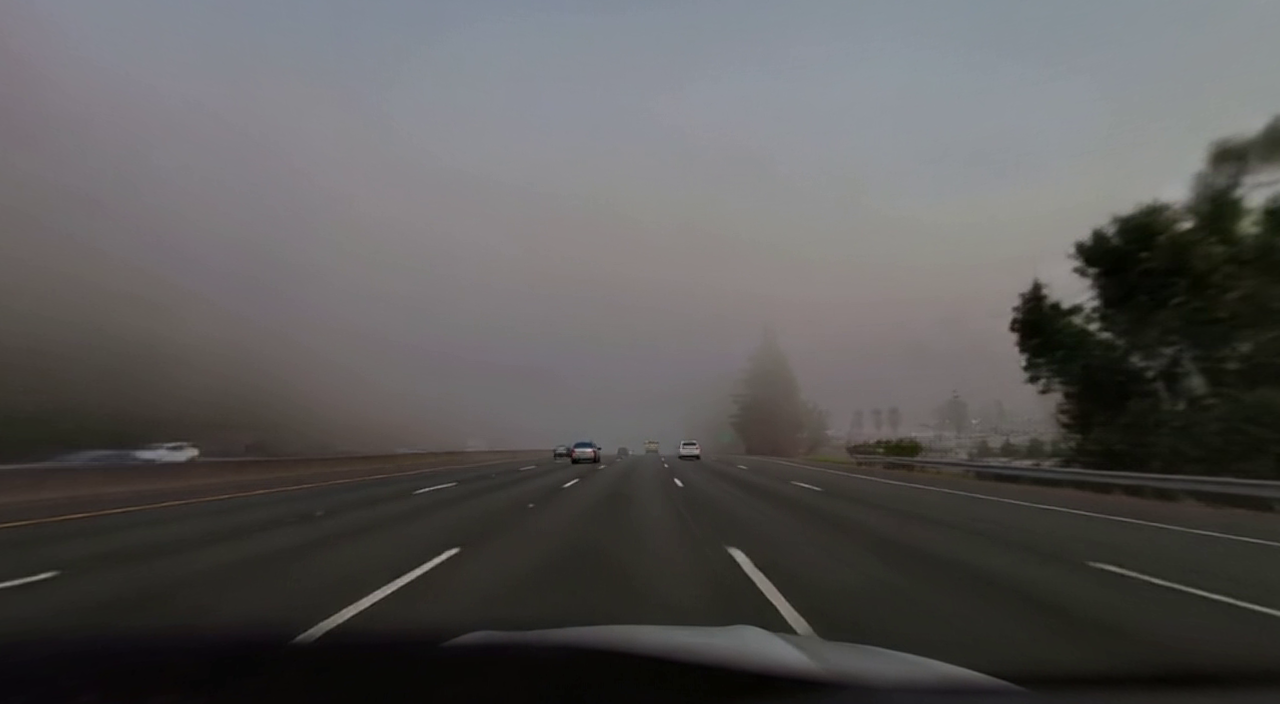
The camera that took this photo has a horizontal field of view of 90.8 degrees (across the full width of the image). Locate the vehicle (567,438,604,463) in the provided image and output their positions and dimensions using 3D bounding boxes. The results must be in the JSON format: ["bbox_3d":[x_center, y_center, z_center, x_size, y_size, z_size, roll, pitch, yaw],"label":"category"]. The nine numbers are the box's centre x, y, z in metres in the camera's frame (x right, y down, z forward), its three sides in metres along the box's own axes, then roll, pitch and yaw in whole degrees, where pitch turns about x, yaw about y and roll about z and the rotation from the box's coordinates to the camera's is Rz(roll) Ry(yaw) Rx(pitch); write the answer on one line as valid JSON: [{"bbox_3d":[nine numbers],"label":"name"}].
[{"bbox_3d":[-3.856,7.062,45.351,2.179,1.693,4.204,0,-8,2],"label":"vehicle"}]

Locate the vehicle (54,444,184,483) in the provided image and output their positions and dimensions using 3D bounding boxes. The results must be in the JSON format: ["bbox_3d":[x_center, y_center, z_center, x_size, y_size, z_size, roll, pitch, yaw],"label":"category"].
[{"bbox_3d":[-23.411,4.999,28.652,1.866,1.595,4.616,0,-8,1],"label":"vehicle"}]

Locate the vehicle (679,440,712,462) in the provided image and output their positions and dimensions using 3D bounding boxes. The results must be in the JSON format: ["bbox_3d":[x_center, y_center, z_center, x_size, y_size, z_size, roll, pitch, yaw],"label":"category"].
[{"bbox_3d":[3.919,7.125,45.497,1.967,1.475,4.080,0,-8,0],"label":"vehicle"}]
